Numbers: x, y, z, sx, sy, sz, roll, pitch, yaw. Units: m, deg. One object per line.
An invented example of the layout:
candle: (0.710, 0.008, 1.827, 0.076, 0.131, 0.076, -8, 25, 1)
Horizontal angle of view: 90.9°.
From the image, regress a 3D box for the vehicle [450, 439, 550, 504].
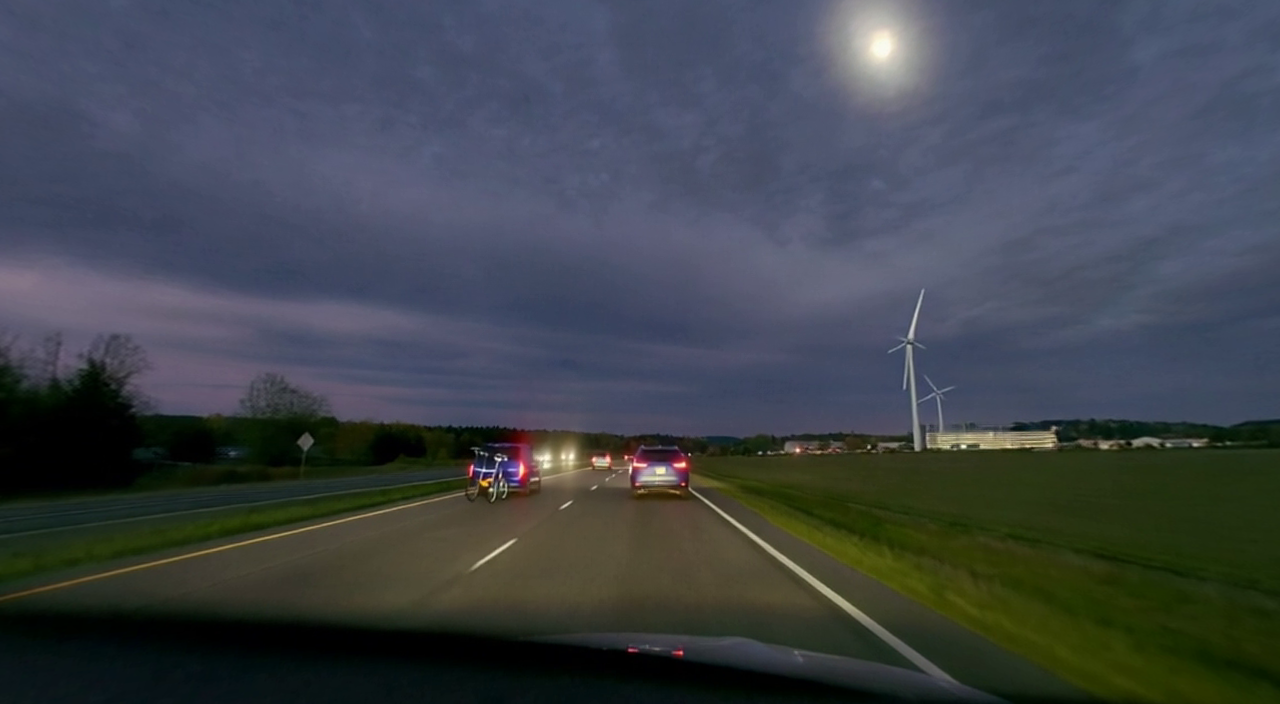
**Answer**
vehicle: (-3.954, 3.450, 18.572, 1.962, 1.681, 4.033, 0, -9, 1)

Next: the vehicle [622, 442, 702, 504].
vehicle: (0.552, 3.435, 18.270, 2.063, 1.582, 3.955, 0, -9, -1)
